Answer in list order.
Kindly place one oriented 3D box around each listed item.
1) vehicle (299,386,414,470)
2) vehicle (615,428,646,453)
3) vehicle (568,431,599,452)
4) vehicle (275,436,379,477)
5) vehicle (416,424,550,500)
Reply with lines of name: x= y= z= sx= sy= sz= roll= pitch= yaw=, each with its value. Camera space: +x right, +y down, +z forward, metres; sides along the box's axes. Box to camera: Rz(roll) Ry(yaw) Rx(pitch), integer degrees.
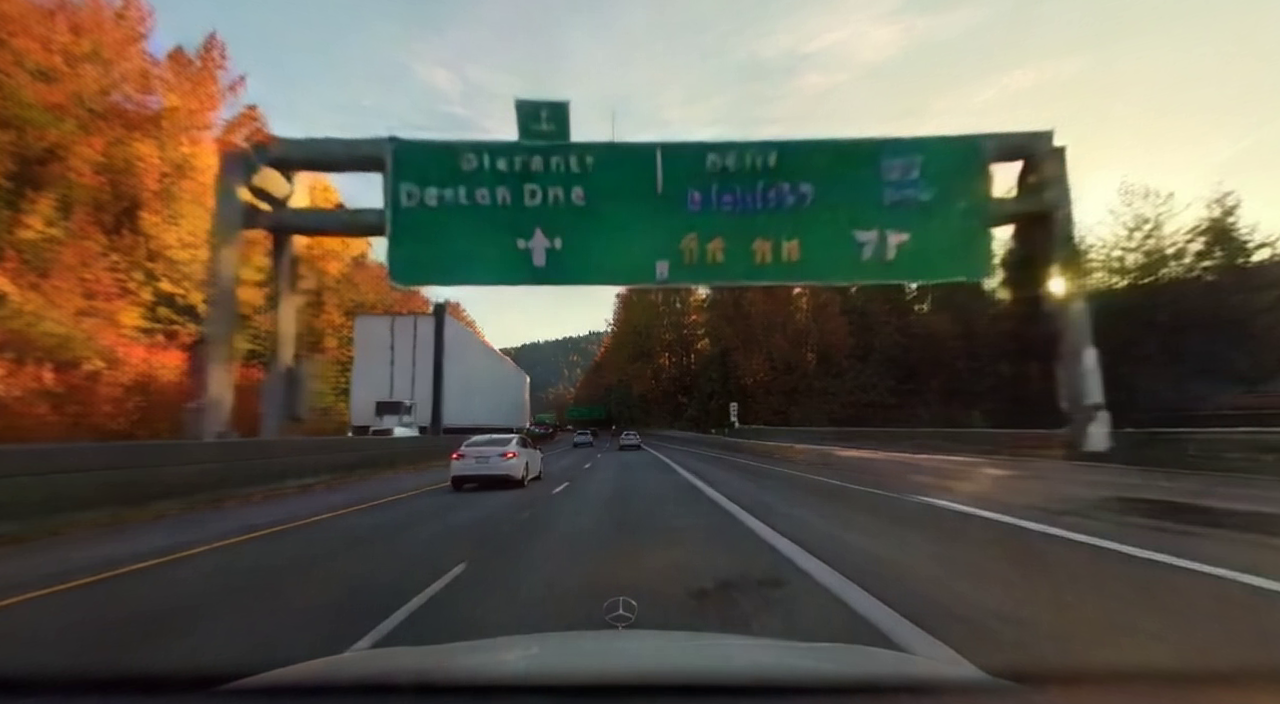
vehicle: x=-15.705 y=4.321 z=35.531 sx=3.395 sy=4.263 sz=6.355 roll=1 pitch=-7 yaw=0
vehicle: x=-0.651 y=6.163 z=43.684 sx=2.054 sy=1.609 sz=3.859 roll=0 pitch=-8 yaw=-1
vehicle: x=-4.442 y=7.078 z=49.787 sx=2.071 sy=1.524 sz=4.398 roll=0 pitch=-8 yaw=0
vehicle: x=-12.155 y=4.060 z=24.743 sx=2.152 sy=1.480 sz=3.843 roll=0 pitch=-8 yaw=0
vehicle: x=-3.468 y=2.527 z=14.927 sx=1.989 sy=1.497 sz=4.645 roll=0 pitch=-8 yaw=0
